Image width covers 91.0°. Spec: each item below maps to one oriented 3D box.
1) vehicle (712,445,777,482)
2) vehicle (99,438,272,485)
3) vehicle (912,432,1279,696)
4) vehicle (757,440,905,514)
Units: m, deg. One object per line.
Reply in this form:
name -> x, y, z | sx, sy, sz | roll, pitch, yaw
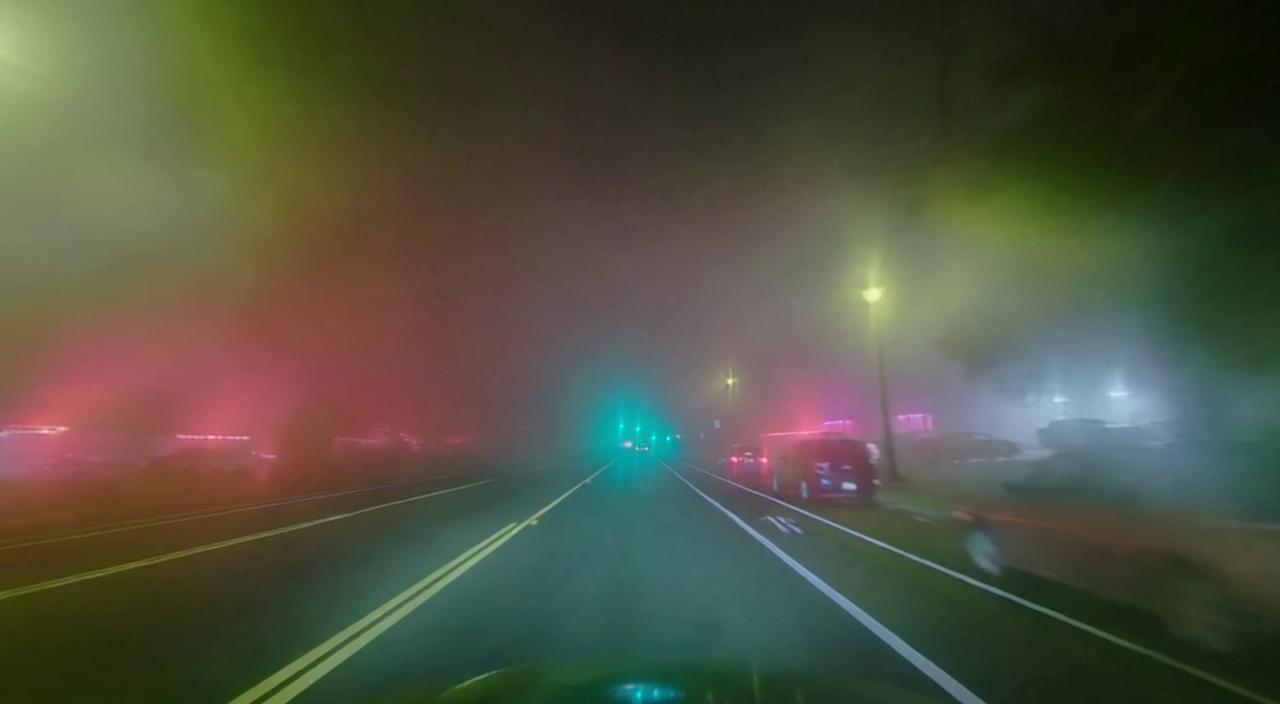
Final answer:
vehicle -> 4.533, 4.925, 28.132 | 1.980, 1.465, 4.970 | 0, -8, -1
vehicle -> -19.393, 4.674, 27.058 | 5.684, 1.934, 2.217 | 0, -8, 1
vehicle -> 4.521, 1.460, 5.347 | 1.968, 1.467, 5.107 | 0, -8, -2
vehicle -> 4.399, 2.947, 15.461 | 1.999, 1.512, 4.826 | 0, -8, -2
